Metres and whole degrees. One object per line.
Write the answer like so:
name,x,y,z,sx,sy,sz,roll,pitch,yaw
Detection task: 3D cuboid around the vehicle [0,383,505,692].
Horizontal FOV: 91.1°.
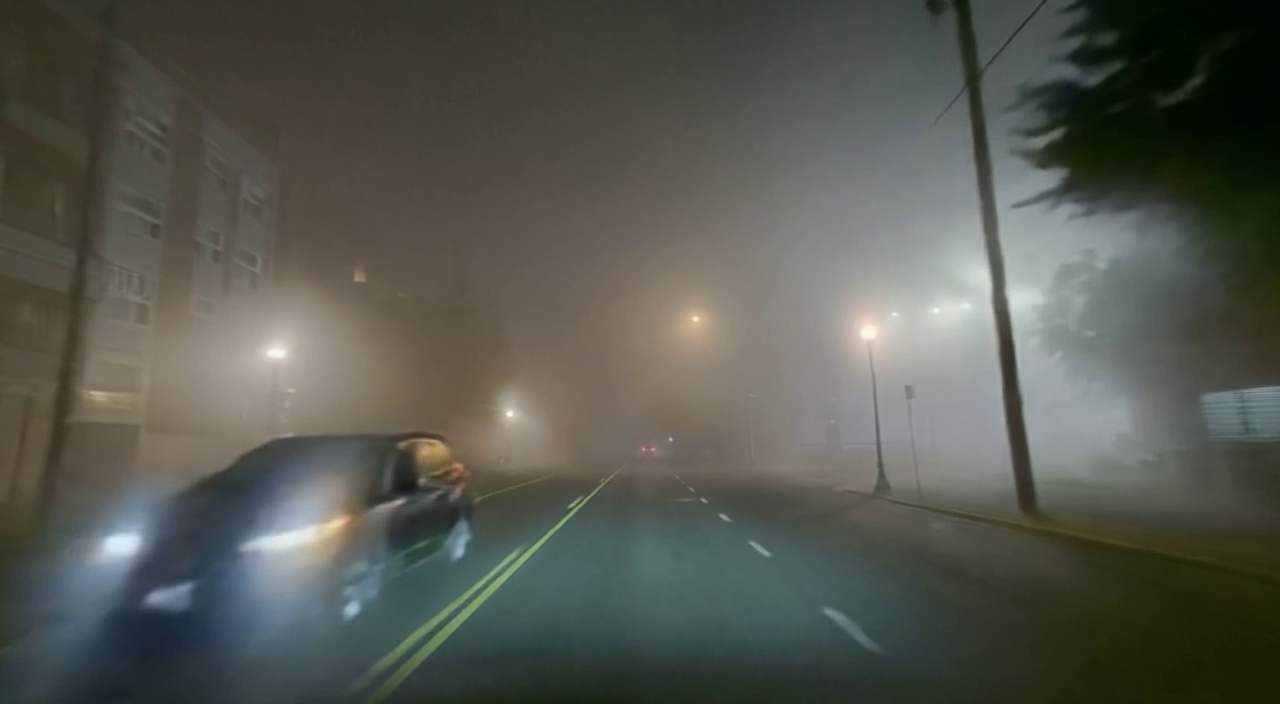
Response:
vehicle,-2.948,1.378,5.855,2.332,1.732,4.463,0,-8,1
